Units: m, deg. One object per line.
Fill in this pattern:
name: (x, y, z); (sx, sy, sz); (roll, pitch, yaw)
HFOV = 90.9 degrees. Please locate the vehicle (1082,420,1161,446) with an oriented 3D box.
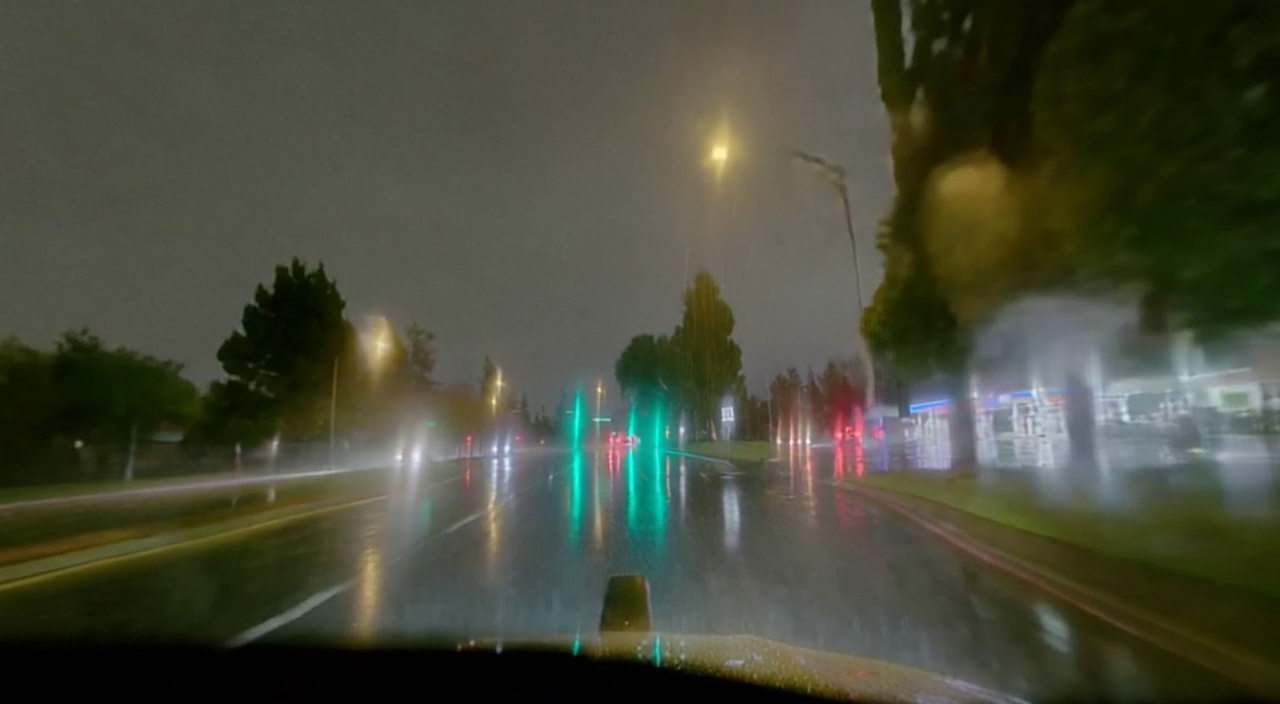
vehicle: (34.748, 5.880, 45.633); (4.323, 1.447, 1.710); (-10, -7, 33)
